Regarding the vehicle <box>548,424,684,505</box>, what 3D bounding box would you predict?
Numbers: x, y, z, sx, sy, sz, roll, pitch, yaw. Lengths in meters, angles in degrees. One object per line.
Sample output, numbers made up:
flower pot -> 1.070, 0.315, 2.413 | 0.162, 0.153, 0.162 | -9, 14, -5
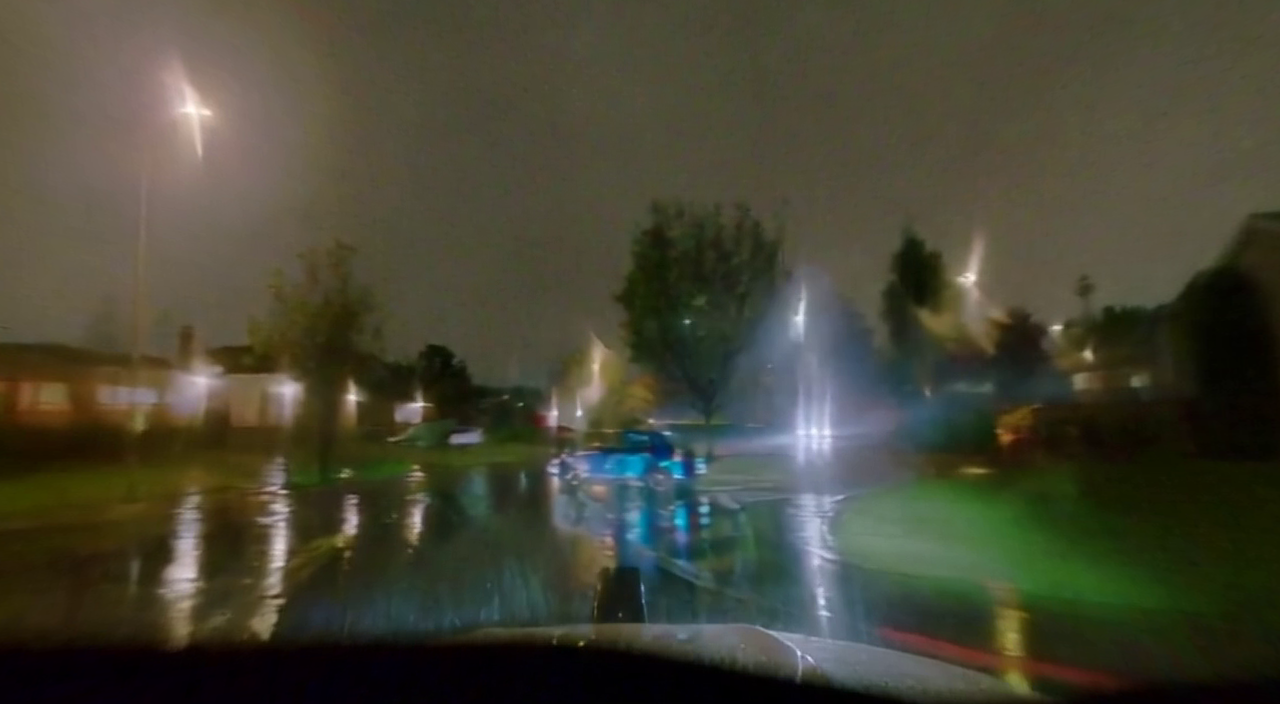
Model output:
vehicle -> -0.315, 2.473, 14.280 | 1.969, 1.493, 4.681 | -2, -9, 12

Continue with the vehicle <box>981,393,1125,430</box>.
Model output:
vehicle -> 18.054, 2.671, 27.893 | 4.799, 1.469, 2.010 | -2, -9, 13
